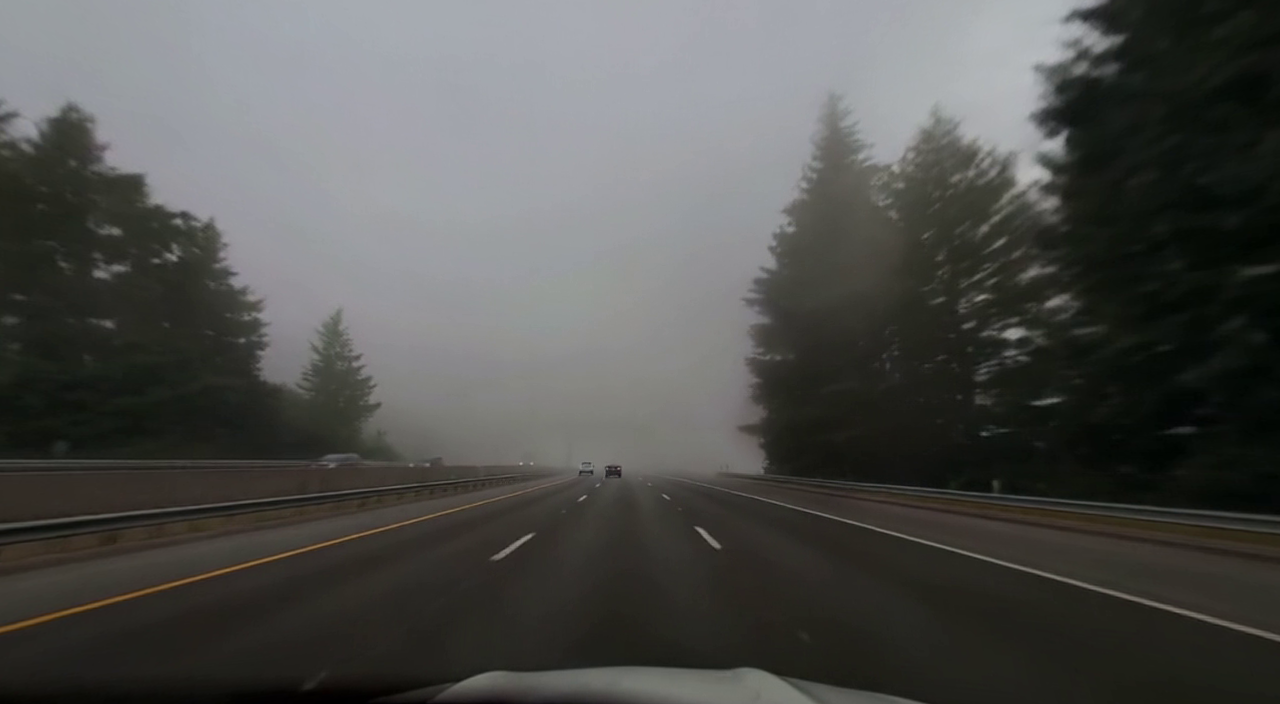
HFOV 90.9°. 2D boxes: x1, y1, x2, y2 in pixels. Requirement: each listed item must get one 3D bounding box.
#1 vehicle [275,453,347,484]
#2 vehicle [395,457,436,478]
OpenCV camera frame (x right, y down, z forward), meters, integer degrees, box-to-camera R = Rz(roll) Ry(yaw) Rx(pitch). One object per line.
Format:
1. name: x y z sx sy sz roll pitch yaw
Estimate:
1. vehicle: -17.055 6.073 32.851 1.763 1.450 3.772 1 -10 -1
2. vehicle: -17.073 8.830 48.088 1.868 1.456 3.665 1 -10 -2
